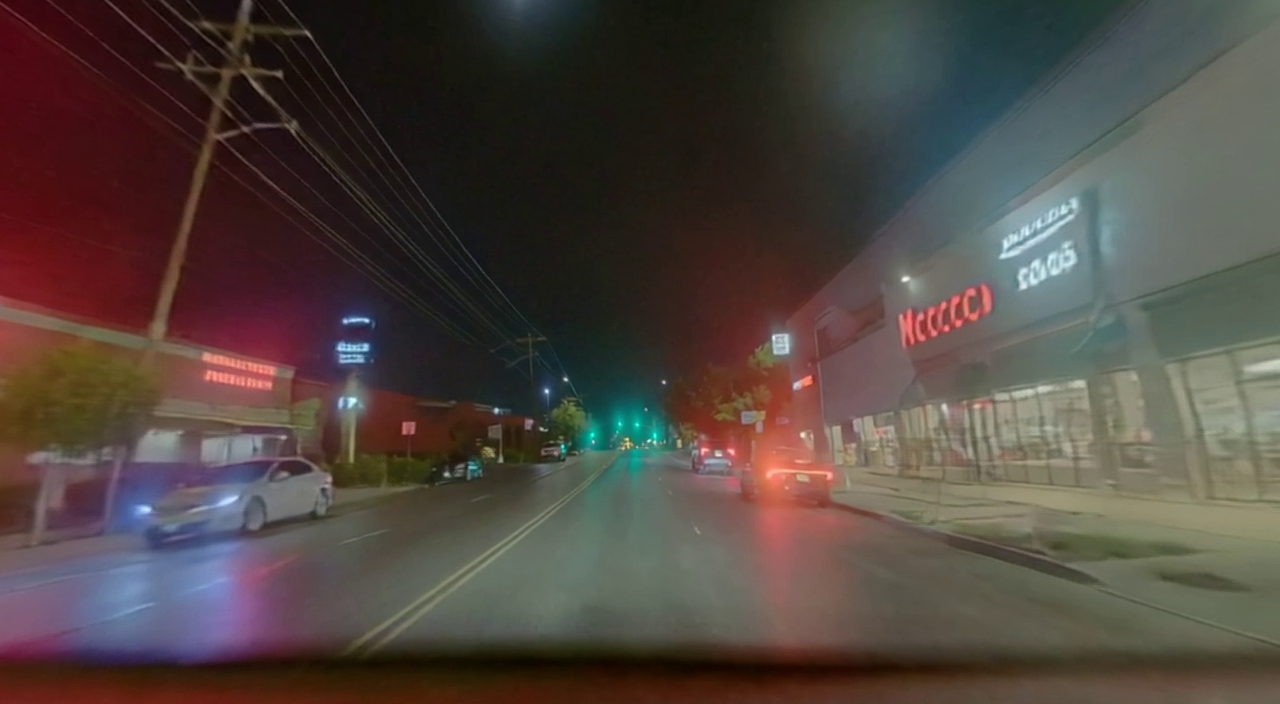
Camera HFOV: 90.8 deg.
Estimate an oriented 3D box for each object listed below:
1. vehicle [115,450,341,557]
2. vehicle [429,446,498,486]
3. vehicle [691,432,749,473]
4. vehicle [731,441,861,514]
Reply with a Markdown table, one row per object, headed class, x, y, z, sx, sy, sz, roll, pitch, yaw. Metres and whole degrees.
| class | x | y | z | sx | sy | sz | roll | pitch | yaw |
| --- | --- | --- | --- | --- | --- | --- | --- | --- | --- |
| vehicle | -7.782 | 2.824 | 12.514 | 1.787 | 1.543 | 4.052 | -3 | -7 | 0 |
| vehicle | -7.875 | 5.074 | 28.521 | 1.872 | 1.455 | 4.350 | -3 | -8 | -1 |
| vehicle | 3.923 | 5.040 | 31.795 | 2.080 | 1.893 | 4.699 | 0 | -8 | -3 |
| vehicle | 3.610 | 2.978 | 15.640 | 1.990 | 1.521 | 4.693 | 0 | -8 | 0 |
